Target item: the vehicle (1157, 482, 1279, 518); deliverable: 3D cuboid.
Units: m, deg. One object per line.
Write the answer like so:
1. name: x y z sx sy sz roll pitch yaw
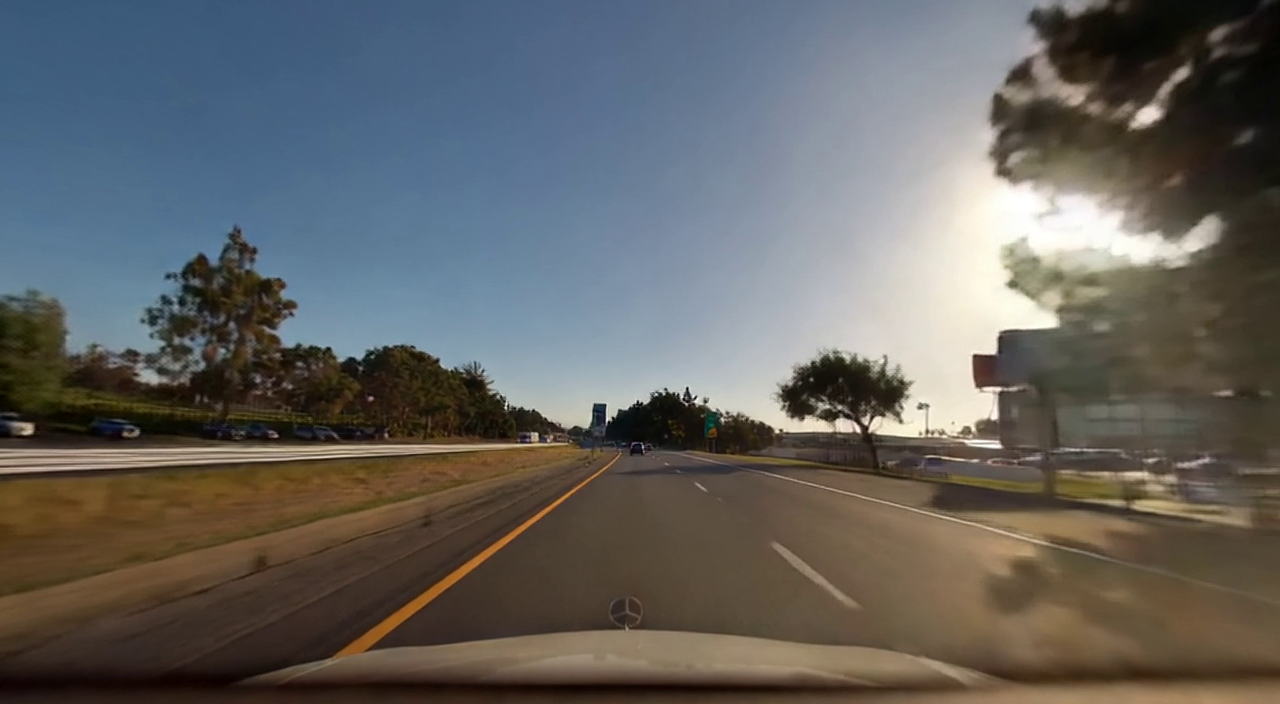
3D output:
1. vehicle: 28.956 7.311 31.336 4.599 1.466 1.982 -4 -9 27

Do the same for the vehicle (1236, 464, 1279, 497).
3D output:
1. vehicle: 41.480 8.454 41.892 5.153 1.909 2.163 7 -12 -42
